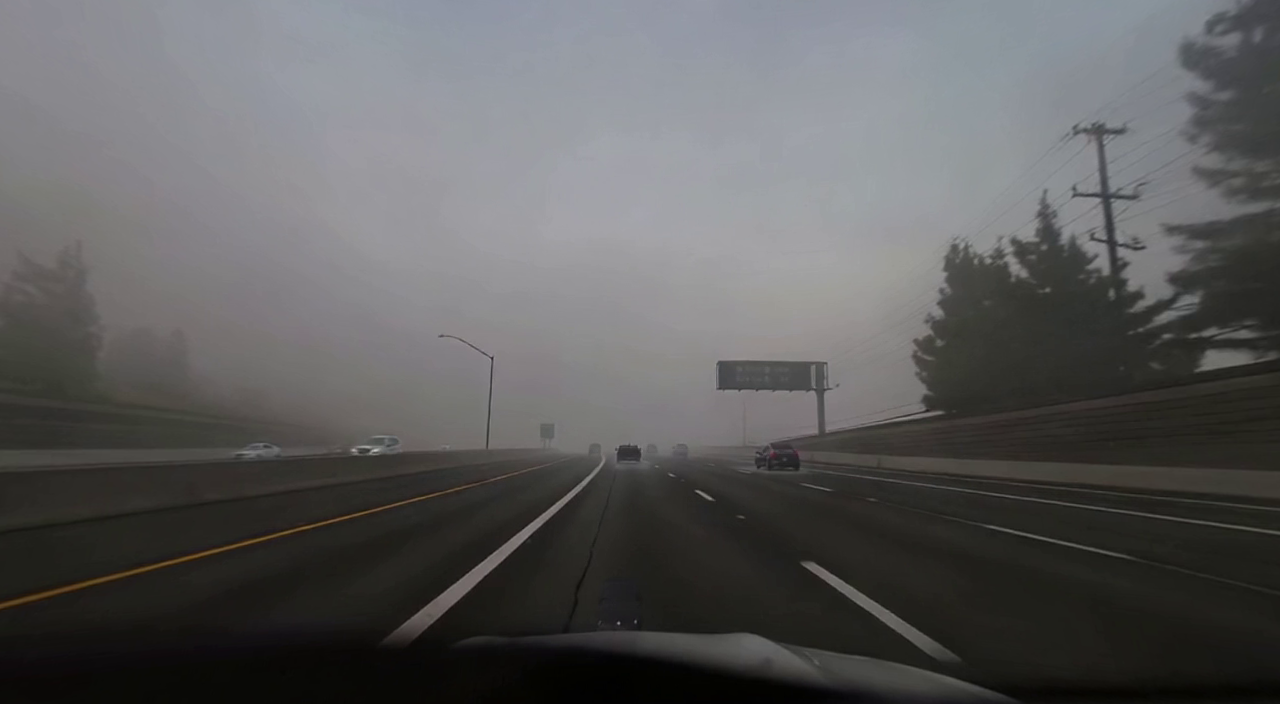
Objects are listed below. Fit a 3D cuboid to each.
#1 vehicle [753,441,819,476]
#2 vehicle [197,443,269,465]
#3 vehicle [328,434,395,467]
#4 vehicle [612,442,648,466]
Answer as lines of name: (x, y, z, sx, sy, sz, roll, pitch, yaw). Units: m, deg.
vehicle: (6.630, 4.868, 29.204, 1.876, 1.451, 4.154, 0, -8, -3)
vehicle: (-29.228, 7.321, 45.665, 2.054, 1.504, 4.830, 0, -8, -1)
vehicle: (-17.039, 6.049, 38.990, 2.151, 1.858, 4.785, 0, -8, -3)
vehicle: (-0.721, 6.518, 40.569, 2.109, 1.489, 4.027, 0, -8, -4)
